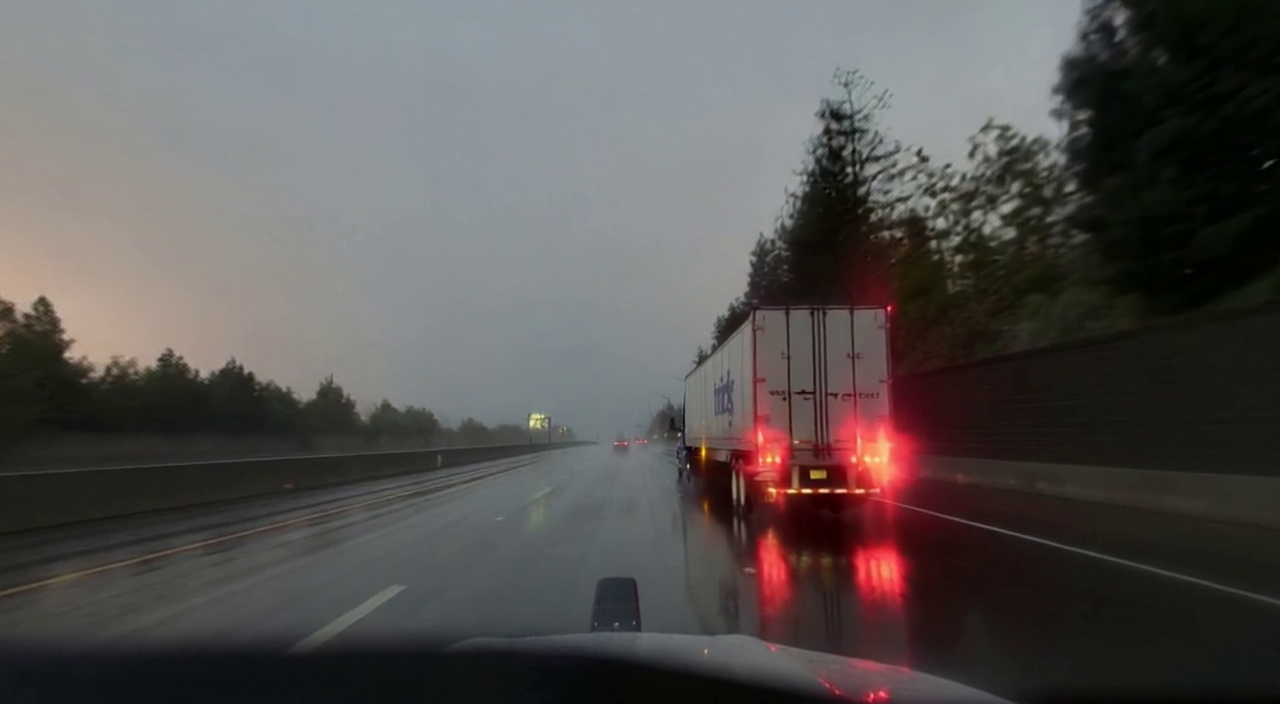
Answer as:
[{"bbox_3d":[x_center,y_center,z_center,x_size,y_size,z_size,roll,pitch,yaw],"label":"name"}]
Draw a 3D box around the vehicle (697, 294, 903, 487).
[{"bbox_3d":[3.815,1.586,19.644,2.850,3.894,13.987,0,-7,0],"label":"vehicle"}]
